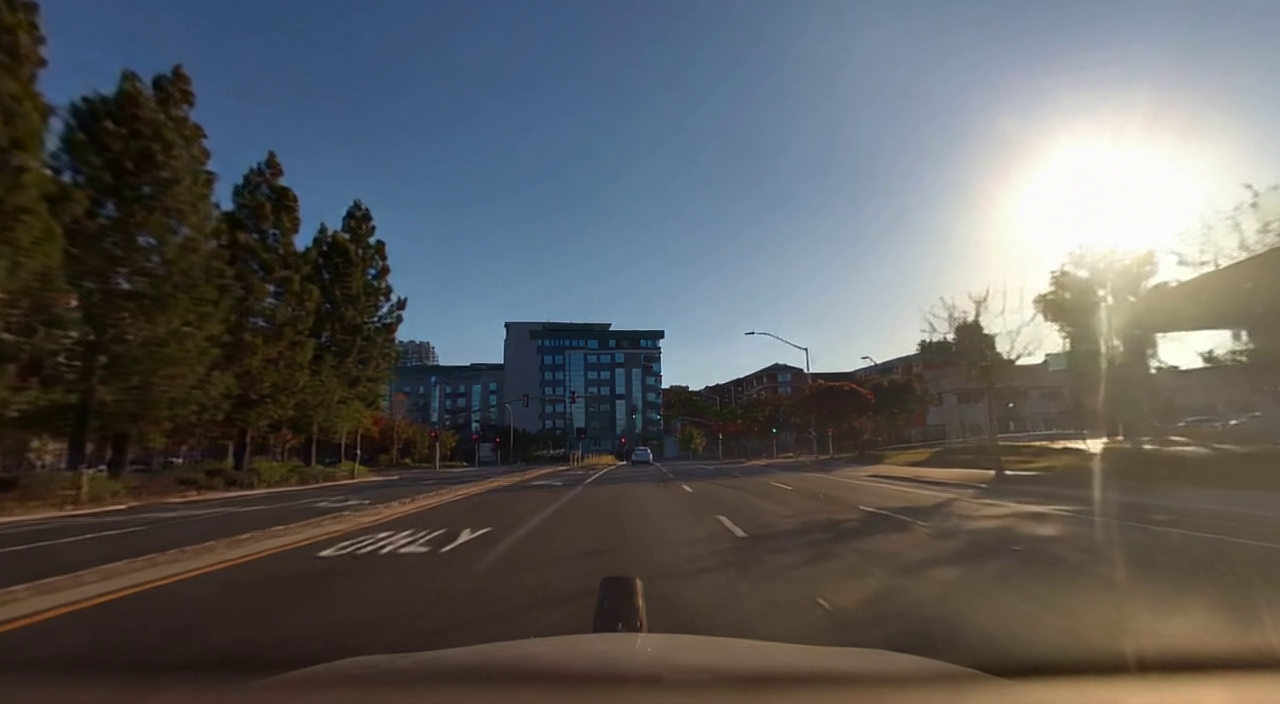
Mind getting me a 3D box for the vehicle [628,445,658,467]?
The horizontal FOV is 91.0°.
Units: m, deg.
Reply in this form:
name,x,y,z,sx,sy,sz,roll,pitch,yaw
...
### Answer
name,x,y,z,sx,sy,sz,roll,pitch,yaw
vehicle,0.244,7.392,45.100,2.064,1.477,3.968,0,-8,0
